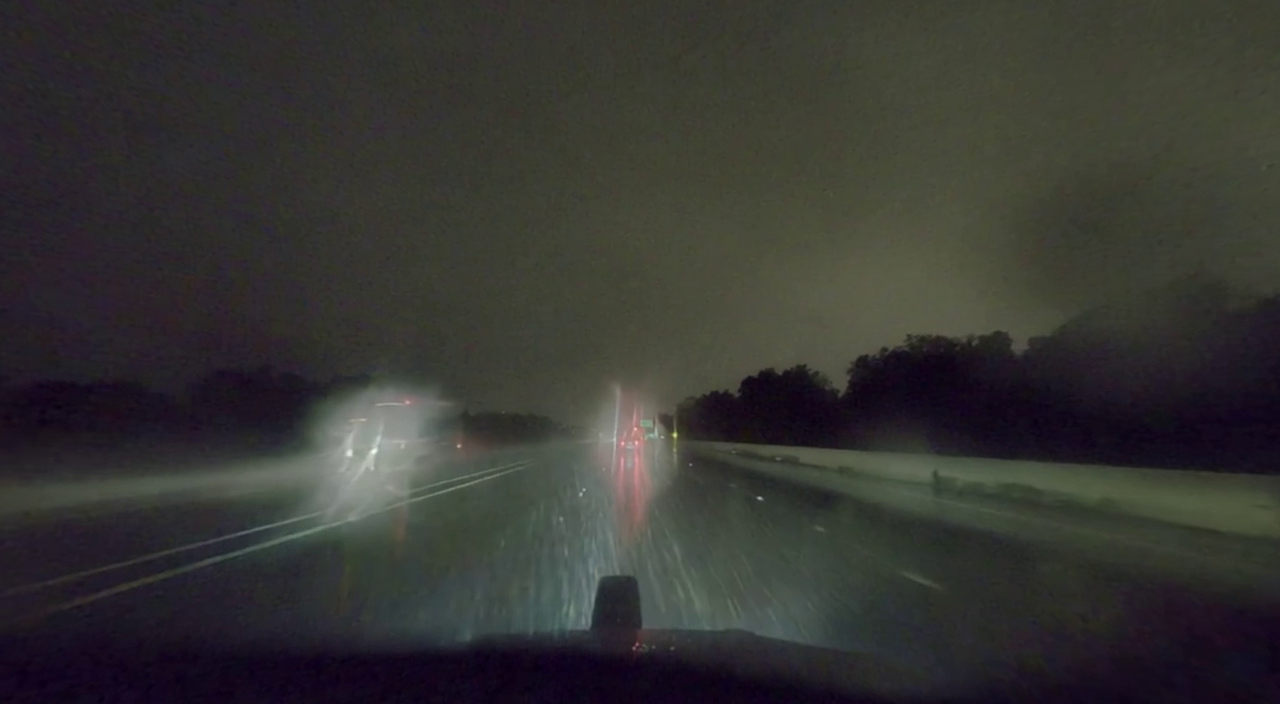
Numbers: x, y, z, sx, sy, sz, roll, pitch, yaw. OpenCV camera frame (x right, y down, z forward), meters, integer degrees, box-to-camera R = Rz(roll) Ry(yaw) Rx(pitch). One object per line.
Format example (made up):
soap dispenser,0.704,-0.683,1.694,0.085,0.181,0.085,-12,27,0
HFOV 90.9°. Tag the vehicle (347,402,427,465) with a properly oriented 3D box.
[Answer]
vehicle,-16.851,5.500,42.526,3.027,3.960,5.873,0,-8,-2
